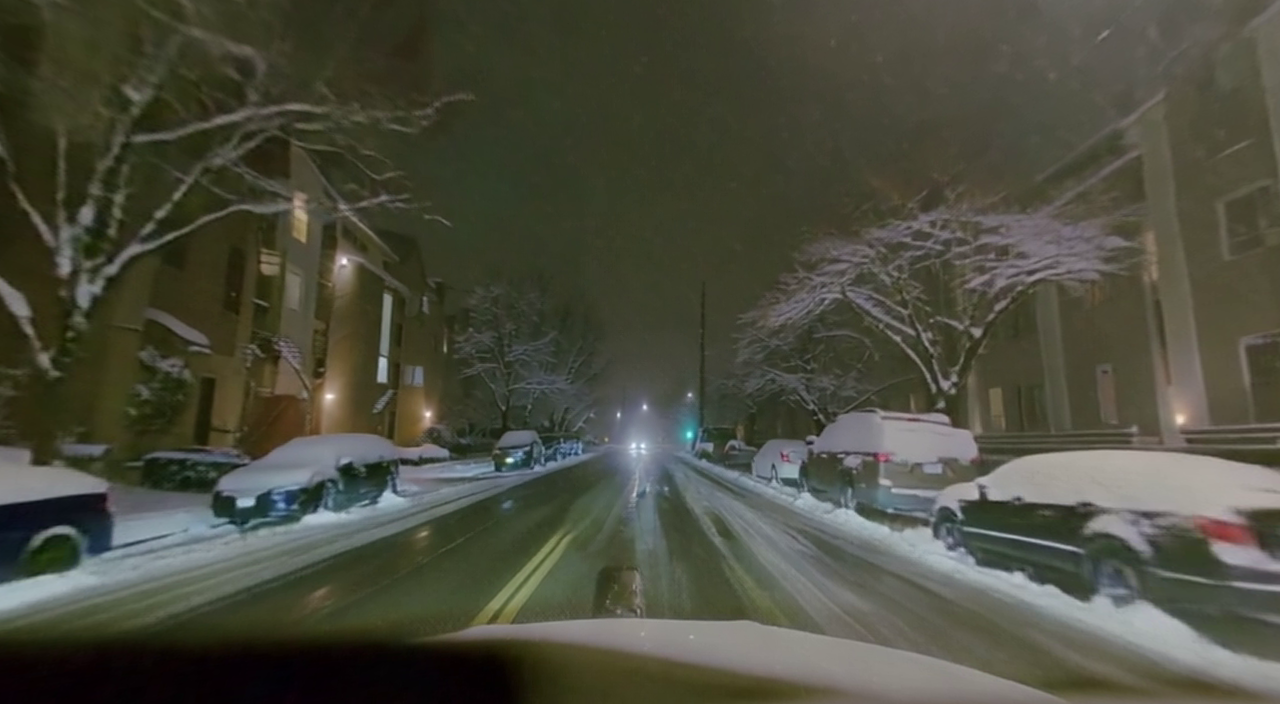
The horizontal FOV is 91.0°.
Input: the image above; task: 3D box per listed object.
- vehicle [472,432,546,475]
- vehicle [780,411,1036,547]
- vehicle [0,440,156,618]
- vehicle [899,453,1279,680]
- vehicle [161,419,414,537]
[{"bbox_3d":[-6.333,5.060,31.144,2.384,1.781,5.492,-3,-10,1],"label":"vehicle"},{"bbox_3d":[4.592,2.326,12.290,2.365,1.970,6.011,0,-9,0],"label":"vehicle"},{"bbox_3d":[-6.579,1.473,4.862,2.067,1.510,4.501,-2,-9,0],"label":"vehicle"},{"bbox_3d":[4.562,1.752,6.389,1.823,1.393,4.584,0,-9,-1],"label":"vehicle"},{"bbox_3d":[-6.700,2.508,12.916,2.235,1.802,5.138,-3,-10,0],"label":"vehicle"}]
